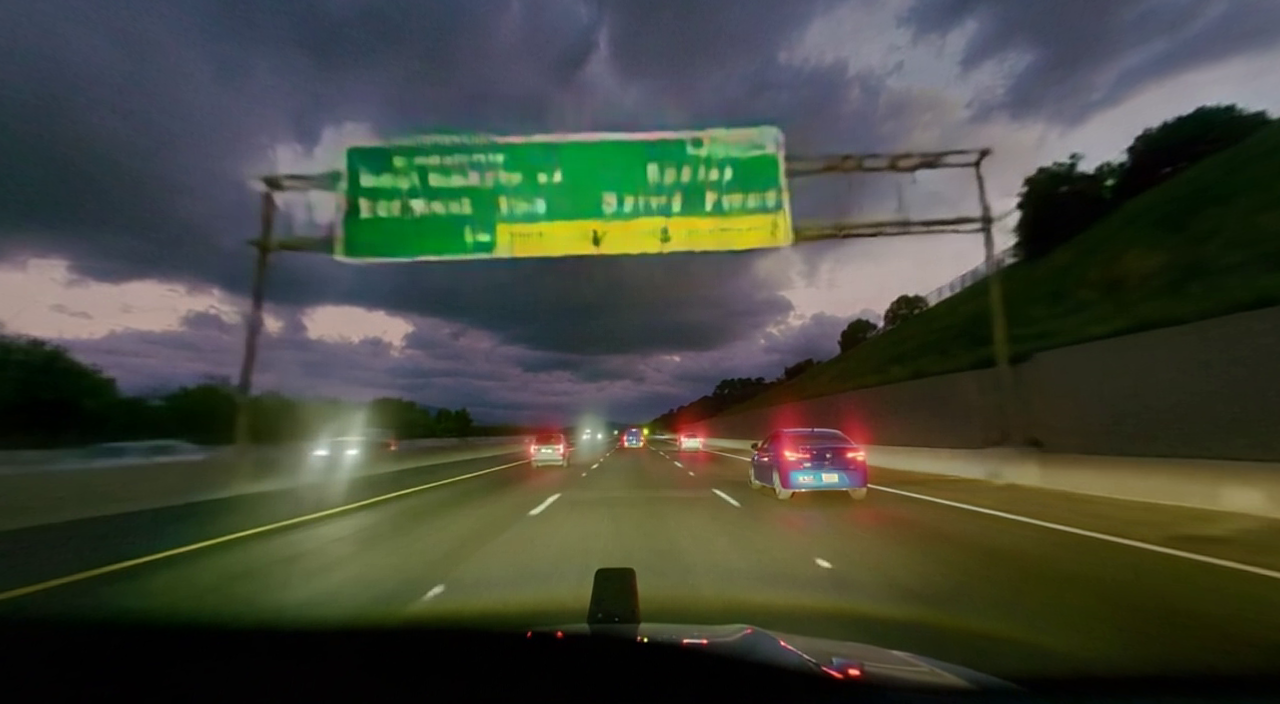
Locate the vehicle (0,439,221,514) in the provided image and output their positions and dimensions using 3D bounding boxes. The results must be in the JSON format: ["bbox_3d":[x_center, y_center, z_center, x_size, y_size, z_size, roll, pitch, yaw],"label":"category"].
[{"bbox_3d":[-11.711,2.634,14.010,1.838,1.375,4.405,0,-8,-1],"label":"vehicle"}]

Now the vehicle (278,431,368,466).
[{"bbox_3d":[-15.350,4.677,30.830,1.932,1.589,4.686,0,-8,0],"label":"vehicle"}]

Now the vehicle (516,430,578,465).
[{"bbox_3d":[-4.152,4.338,28.802,2.204,1.486,4.121,0,-8,0],"label":"vehicle"}]

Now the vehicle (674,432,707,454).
[{"bbox_3d":[3.454,6.325,43.843,1.806,1.469,3.681,0,-8,-3],"label":"vehicle"}]
